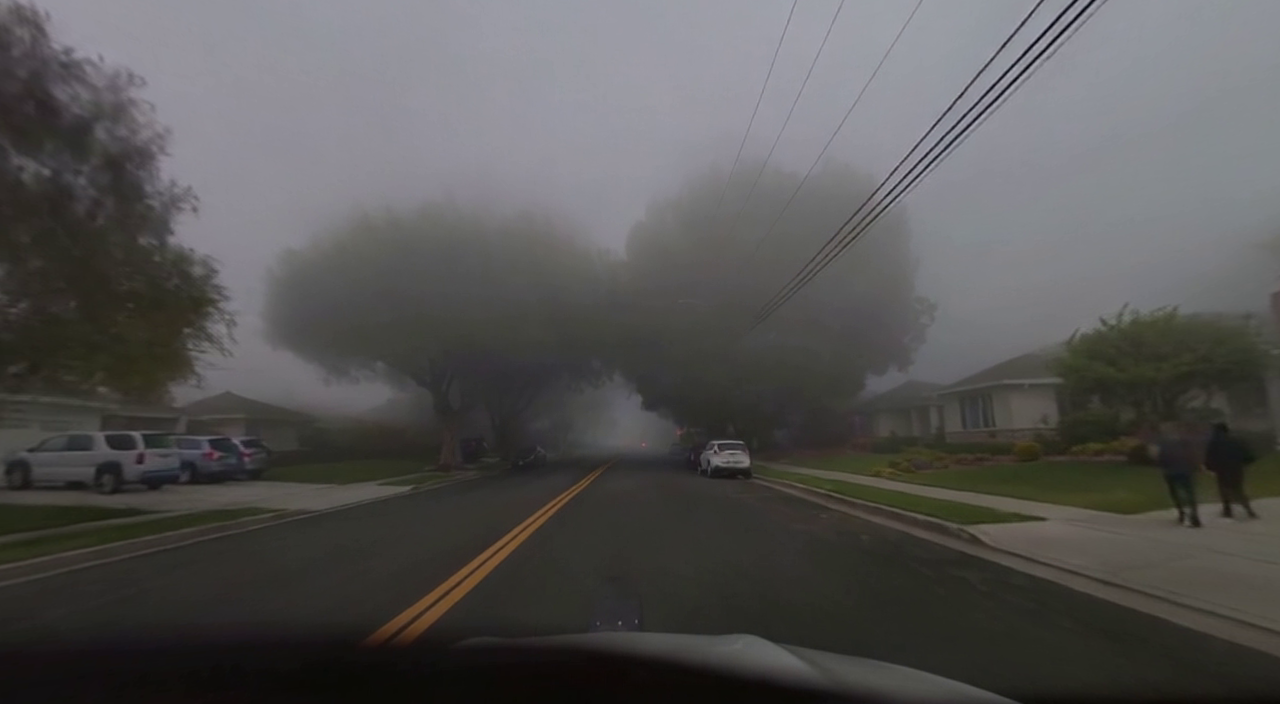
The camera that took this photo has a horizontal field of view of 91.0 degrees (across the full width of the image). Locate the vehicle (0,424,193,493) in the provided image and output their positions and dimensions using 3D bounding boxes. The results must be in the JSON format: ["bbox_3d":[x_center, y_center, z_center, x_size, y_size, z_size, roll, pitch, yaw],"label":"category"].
[{"bbox_3d":[-15.513,2.970,17.699,4.320,1.767,1.951,0,-8,0],"label":"vehicle"}]

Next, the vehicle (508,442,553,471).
[{"bbox_3d":[-6.614,6.349,38.543,1.985,1.497,4.655,-2,-8,-1],"label":"vehicle"}]

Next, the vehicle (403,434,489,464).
[{"bbox_3d":[-14.448,7.236,47.109,5.681,2.094,2.344,-1,-8,2],"label":"vehicle"}]

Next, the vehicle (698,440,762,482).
[{"bbox_3d":[3.643,4.486,26.282,1.917,1.569,4.460,0,-8,-1],"label":"vehicle"}]
